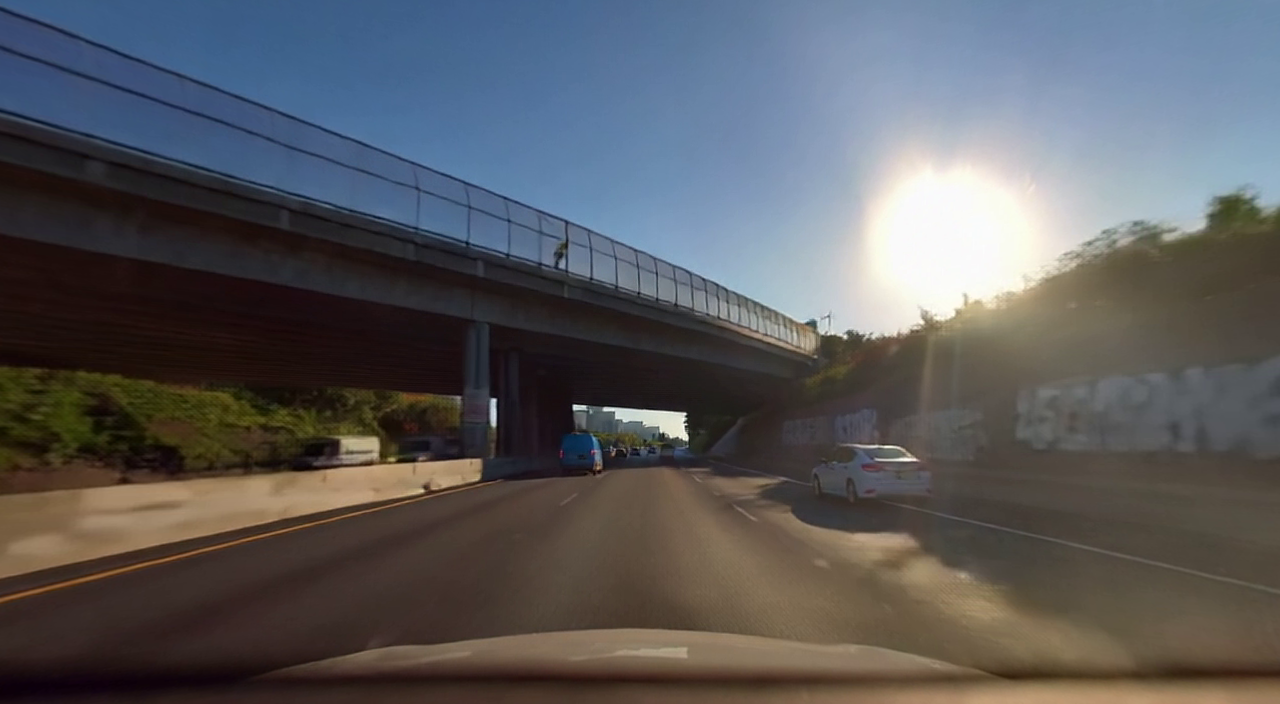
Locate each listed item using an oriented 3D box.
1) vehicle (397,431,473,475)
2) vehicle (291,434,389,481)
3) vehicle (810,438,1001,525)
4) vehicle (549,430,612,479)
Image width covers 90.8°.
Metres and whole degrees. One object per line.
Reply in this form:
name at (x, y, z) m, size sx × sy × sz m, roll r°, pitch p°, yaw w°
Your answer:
vehicle at (-11.711, 5.842, 36.611) m, size 2.321 × 2.316 × 5.836 m, roll 0°, pitch -8°, yaw 1°
vehicle at (-16.173, 5.722, 34.484) m, size 2.368 × 2.331 × 5.666 m, roll 0°, pitch -8°, yaw 2°
vehicle at (5.238, 2.592, 13.284) m, size 1.972 × 1.492 × 4.623 m, roll 0°, pitch -8°, yaw 0°
vehicle at (-2.566, 4.643, 28.814) m, size 2.310 × 2.030 × 5.094 m, roll 0°, pitch -8°, yaw 1°
